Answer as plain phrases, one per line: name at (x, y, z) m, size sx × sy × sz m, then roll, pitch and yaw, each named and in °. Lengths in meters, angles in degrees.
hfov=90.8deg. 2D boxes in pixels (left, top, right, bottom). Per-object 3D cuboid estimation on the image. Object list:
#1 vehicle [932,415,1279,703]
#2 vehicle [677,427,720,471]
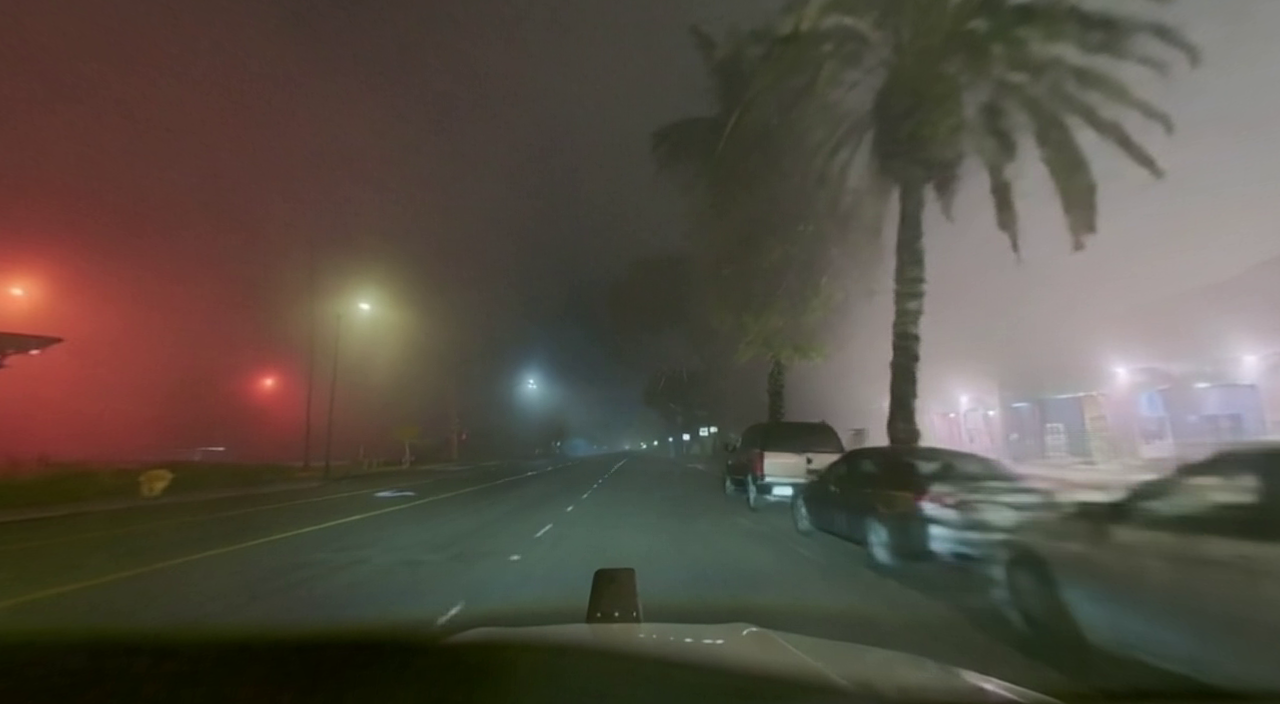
vehicle at (3.343, 1.109, 2.713) m, size 2.046 × 1.588 × 4.508 m, roll 0°, pitch -9°, yaw 1°
vehicle at (3.666, 6.238, 40.576) m, size 2.221 × 2.552 × 5.594 m, roll 1°, pitch -9°, yaw 0°
